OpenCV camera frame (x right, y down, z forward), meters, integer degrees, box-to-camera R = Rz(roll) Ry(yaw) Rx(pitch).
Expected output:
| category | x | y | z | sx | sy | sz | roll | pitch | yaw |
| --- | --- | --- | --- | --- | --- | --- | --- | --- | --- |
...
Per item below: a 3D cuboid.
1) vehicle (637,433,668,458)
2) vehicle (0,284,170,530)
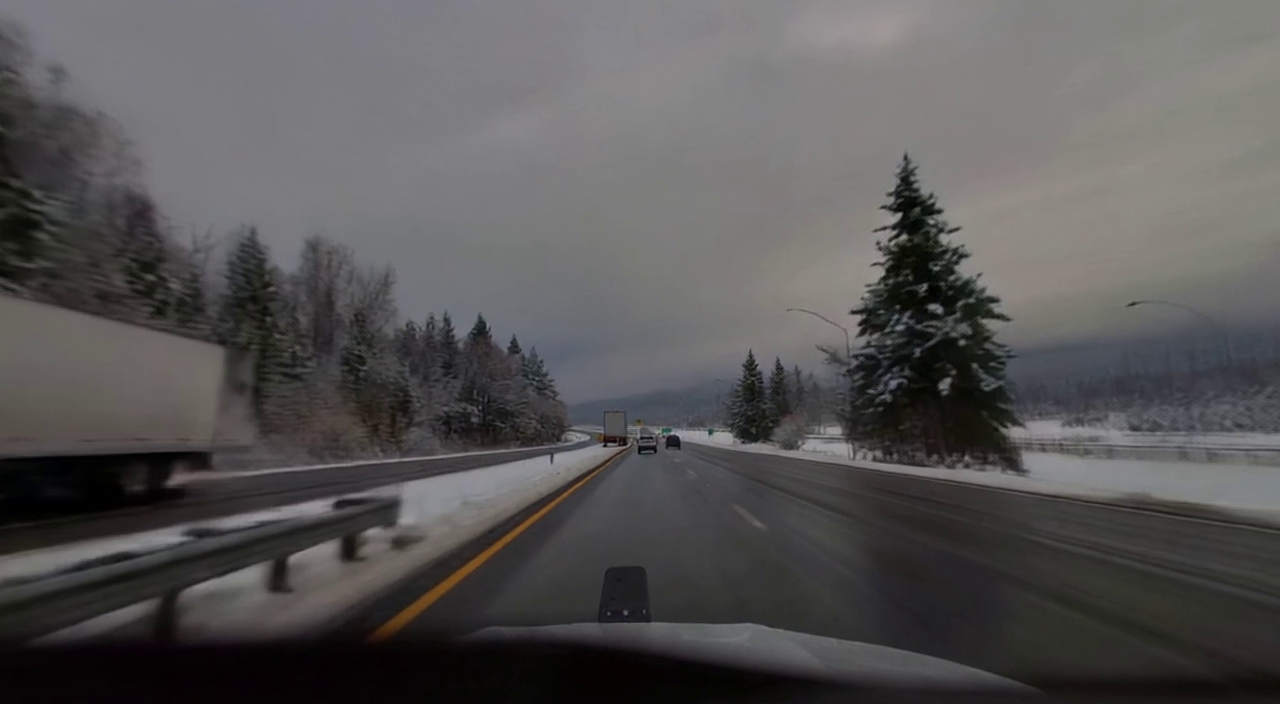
| category | x | y | z | sx | sy | sz | roll | pitch | yaw |
| --- | --- | --- | --- | --- | --- | --- | --- | --- | --- |
| vehicle | 0.781 | 6.087 | 40.926 | 1.924 | 1.498 | 3.817 | 0 | -8 | 0 |
| vehicle | -11.489 | 0.552 | 7.702 | 2.835 | 3.812 | 10.934 | 0 | -8 | 1 |
